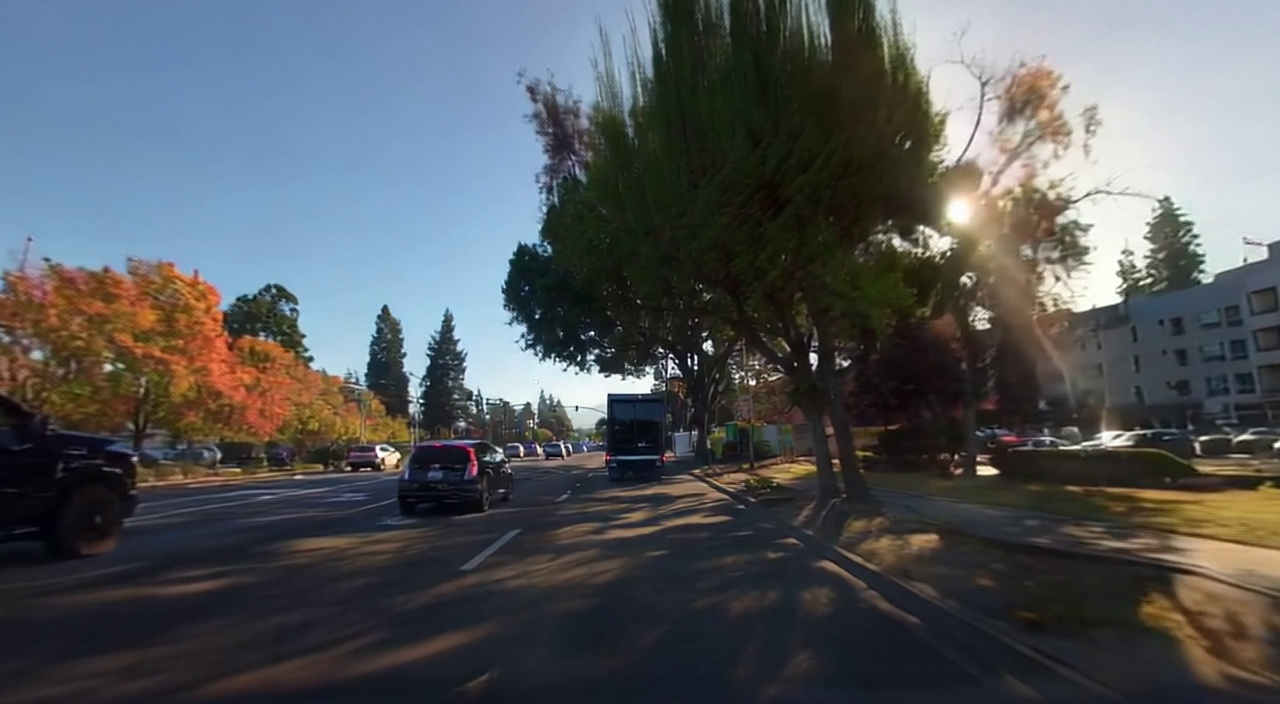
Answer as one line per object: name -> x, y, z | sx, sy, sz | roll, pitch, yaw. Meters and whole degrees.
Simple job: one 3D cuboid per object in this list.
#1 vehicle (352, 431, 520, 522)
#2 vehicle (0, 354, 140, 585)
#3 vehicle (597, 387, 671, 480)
vehicle -> -4.042, 2.536, 13.349 | 2.078, 1.597, 4.355 | 0, -9, 0
vehicle -> -7.396, 0.909, 4.550 | 2.391, 2.204, 6.157 | 0, -9, 1
vehicle -> -0.195, 3.869, 29.247 | 2.905, 3.644, 8.807 | 0, -9, 1
